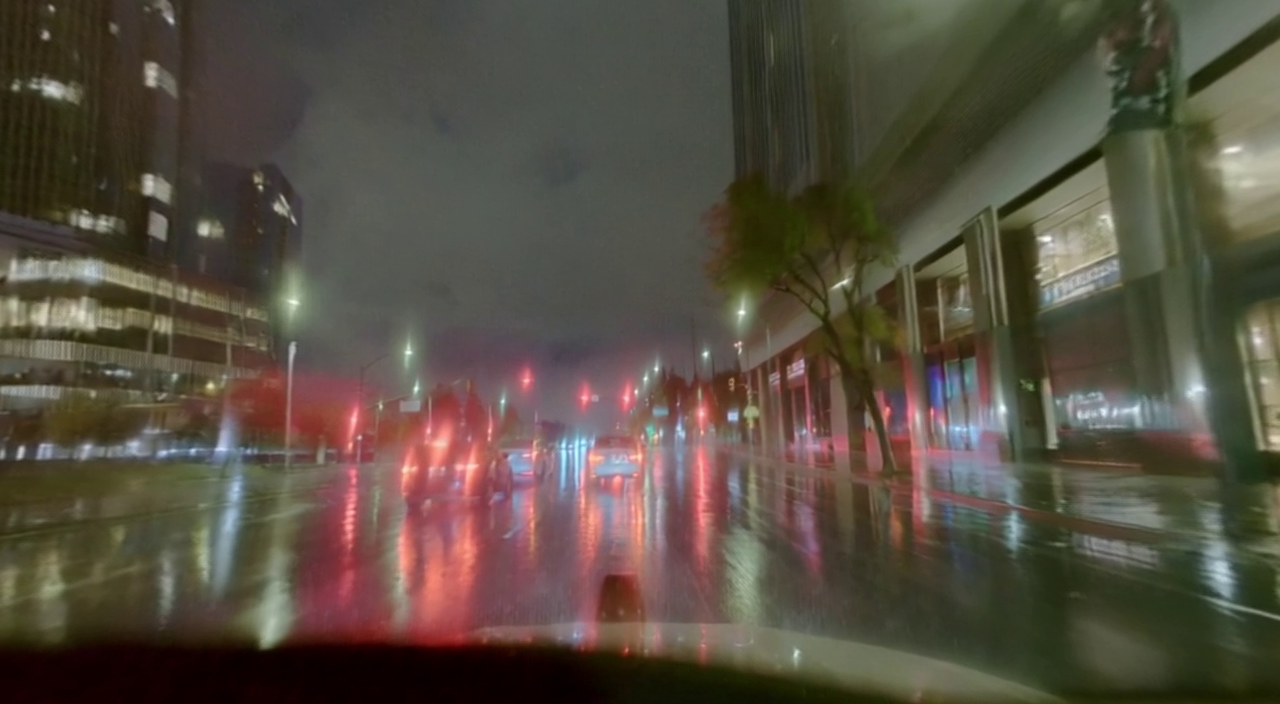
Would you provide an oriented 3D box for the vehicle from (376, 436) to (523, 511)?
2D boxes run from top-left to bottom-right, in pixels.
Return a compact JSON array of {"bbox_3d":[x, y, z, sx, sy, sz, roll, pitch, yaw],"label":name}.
[{"bbox_3d":[-4.174,2.723,14.735,2.020,1.457,4.496,0,-8,0],"label":"vehicle"}]

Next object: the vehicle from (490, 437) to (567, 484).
[{"bbox_3d":[-3.757,3.727,22.009,1.950,1.487,4.130,0,-8,0],"label":"vehicle"}]

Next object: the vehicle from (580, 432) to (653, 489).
[{"bbox_3d":[-0.670,3.321,19.640,2.042,1.555,3.912,0,-8,0],"label":"vehicle"}]

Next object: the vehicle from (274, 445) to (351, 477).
[{"bbox_3d":[-19.490,6.480,37.835,2.054,1.724,4.829,0,-8,-1],"label":"vehicle"}]
